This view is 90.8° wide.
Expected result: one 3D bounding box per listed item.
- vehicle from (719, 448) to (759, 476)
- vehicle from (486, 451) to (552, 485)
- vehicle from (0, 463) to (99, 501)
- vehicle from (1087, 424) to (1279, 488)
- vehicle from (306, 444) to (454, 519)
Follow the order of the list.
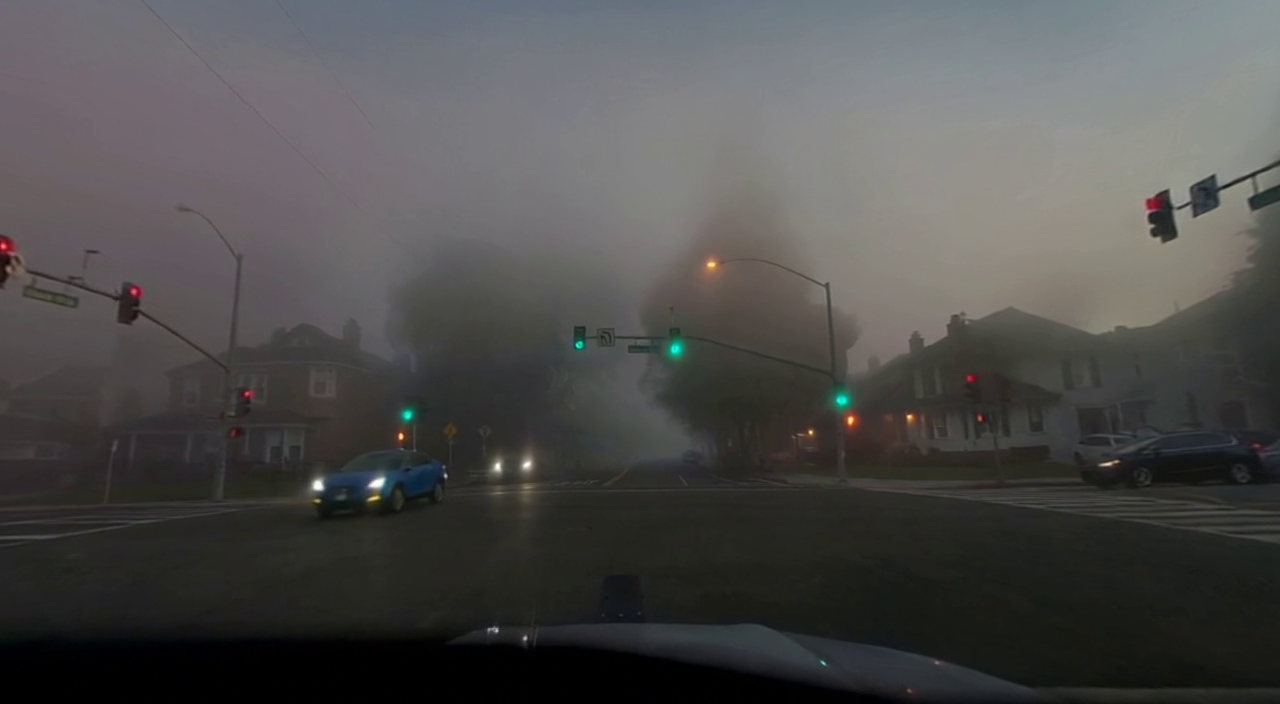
[{"bbox_3d":[6.088,6.781,39.257,1.891,1.611,4.269,0,-8,1],"label":"vehicle"},{"bbox_3d":[-6.199,6.018,33.143,2.270,1.605,4.958,0,-8,3],"label":"vehicle"},{"bbox_3d":[-30.197,6.381,31.266,2.106,1.586,5.009,-1,-8,4],"label":"vehicle"},{"bbox_3d":[15.975,2.985,18.224,4.452,1.711,2.186,0,-8,1],"label":"vehicle"},{"bbox_3d":[-6.580,3.288,16.616,1.982,1.686,4.195,0,-8,2],"label":"vehicle"}]
